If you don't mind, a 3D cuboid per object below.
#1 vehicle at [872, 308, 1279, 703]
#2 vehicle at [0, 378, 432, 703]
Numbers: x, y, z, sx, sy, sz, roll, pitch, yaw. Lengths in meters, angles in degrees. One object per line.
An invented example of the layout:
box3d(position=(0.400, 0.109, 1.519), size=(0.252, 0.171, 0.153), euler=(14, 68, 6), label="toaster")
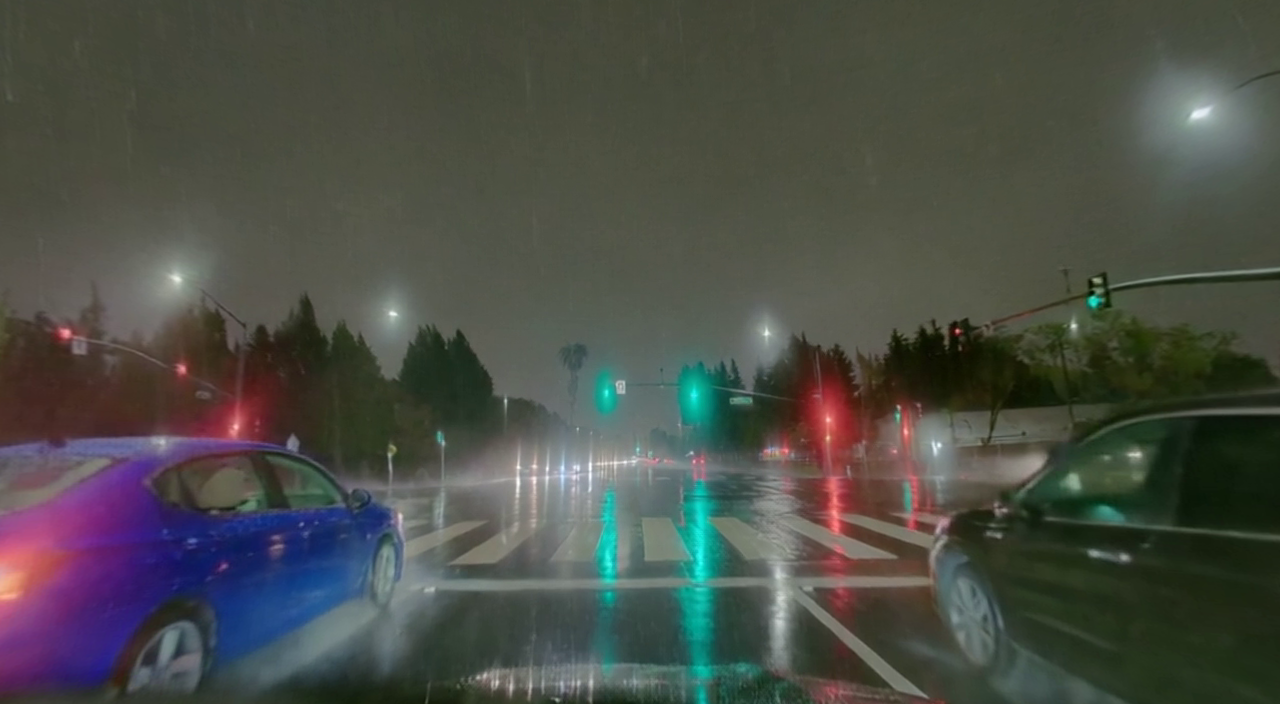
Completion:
box3d(position=(2.873, 0.838, 2.628), size=(2.099, 1.671, 4.491), euler=(0, -8, 0), label="vehicle")
box3d(position=(-3.011, 1.122, 4.107), size=(1.969, 1.513, 3.773), euler=(0, -8, 1), label="vehicle")
